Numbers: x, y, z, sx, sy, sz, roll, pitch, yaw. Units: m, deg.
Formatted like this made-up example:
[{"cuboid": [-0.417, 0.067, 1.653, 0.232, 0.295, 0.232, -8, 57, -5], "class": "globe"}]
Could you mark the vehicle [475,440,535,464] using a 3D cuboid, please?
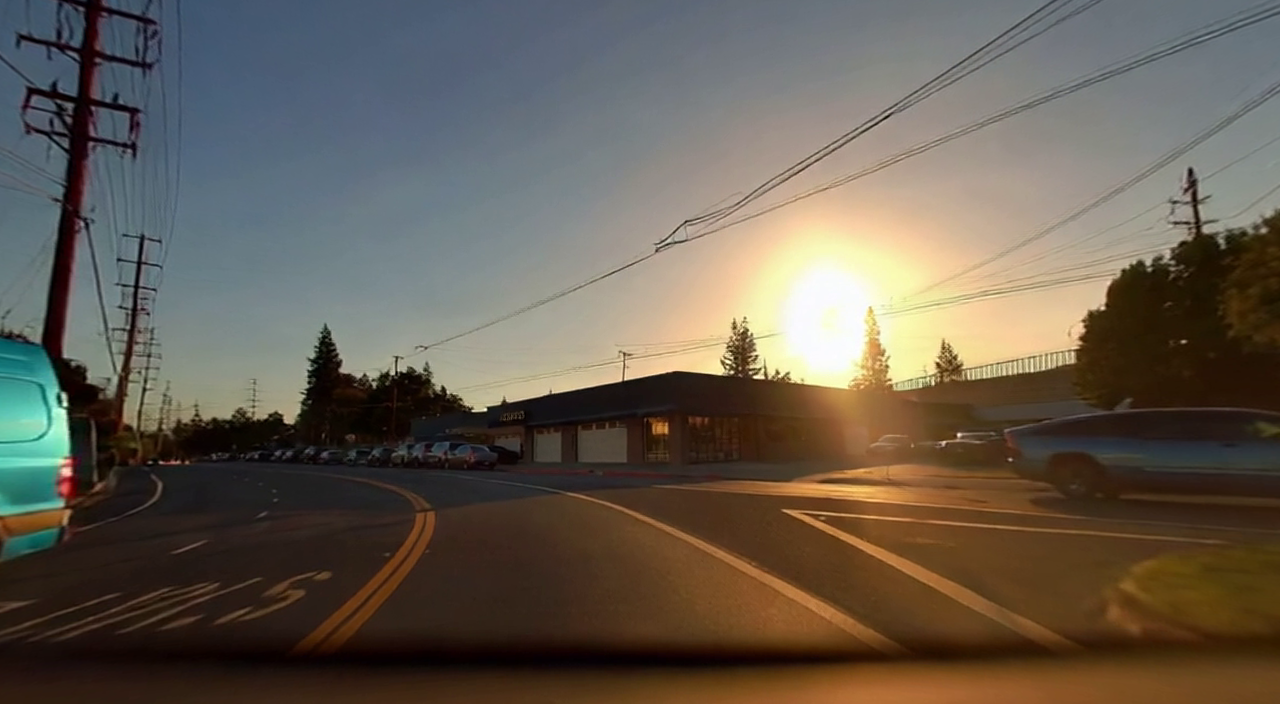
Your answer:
[{"cuboid": [-9.174, 6.835, 43.342, 2.074, 1.526, 4.853, -3, -8, 15], "class": "vehicle"}]

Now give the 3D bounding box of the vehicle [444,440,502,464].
[{"cuboid": [-12.088, 7.258, 45.934, 2.057, 1.564, 4.502, -3, -8, 15], "class": "vehicle"}]

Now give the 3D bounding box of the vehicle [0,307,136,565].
[{"cuboid": [-12.014, 0.924, 6.813, 3.276, 3.922, 10.384, -2, -8, 10], "class": "vehicle"}]

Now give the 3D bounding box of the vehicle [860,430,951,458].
[{"cuboid": [15.496, 5.391, 36.879, 4.454, 1.504, 1.970, 0, -8, -5], "class": "vehicle"}]

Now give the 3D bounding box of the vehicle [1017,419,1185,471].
[{"cuboid": [16.812, 3.386, 23.119, 4.543, 1.744, 2.164, 0, -8, -6], "class": "vehicle"}]
